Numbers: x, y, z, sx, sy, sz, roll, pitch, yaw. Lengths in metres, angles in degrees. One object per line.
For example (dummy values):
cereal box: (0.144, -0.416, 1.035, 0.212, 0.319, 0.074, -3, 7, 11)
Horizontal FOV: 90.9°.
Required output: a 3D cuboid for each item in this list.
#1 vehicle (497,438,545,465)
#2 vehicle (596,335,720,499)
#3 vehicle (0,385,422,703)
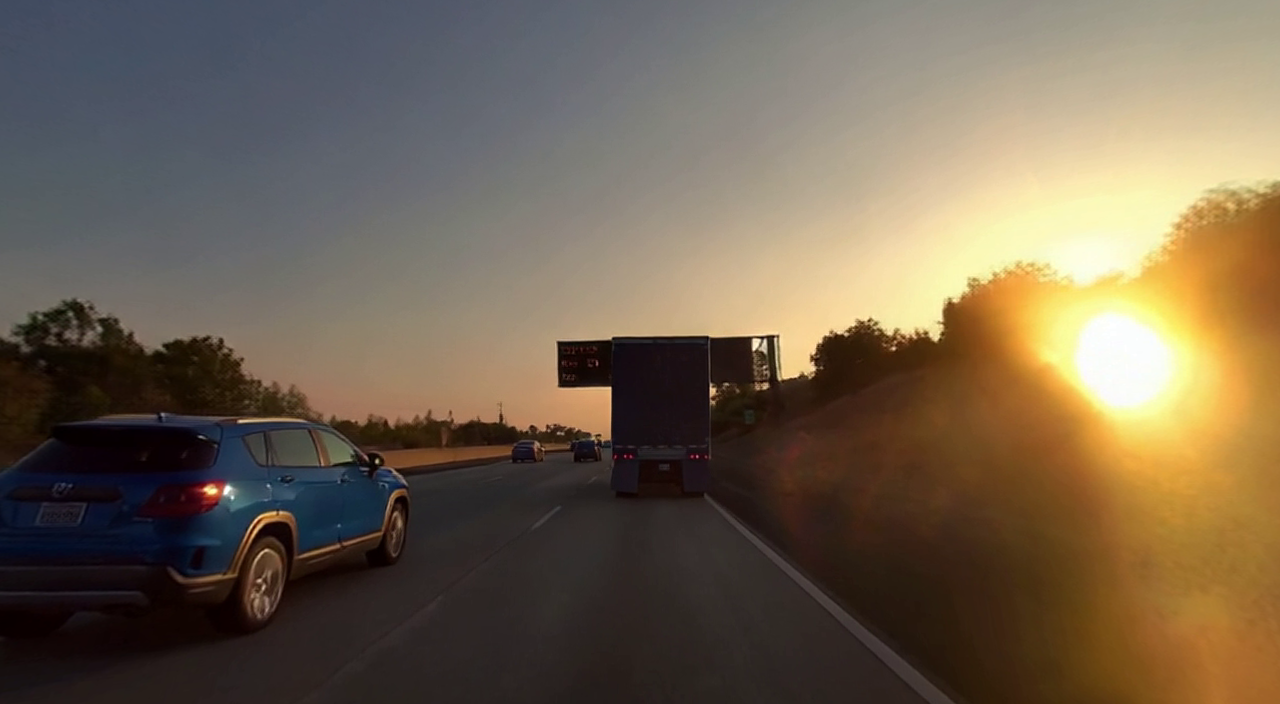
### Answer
vehicle: (-6.835, 5.782, 36.718, 1.882, 1.451, 4.416, -1, -8, 1)
vehicle: (0.420, 2.263, 20.168, 2.870, 3.841, 10.653, -1, -8, 0)
vehicle: (-3.723, 1.326, 5.454, 2.077, 1.671, 4.249, -1, -8, 1)
